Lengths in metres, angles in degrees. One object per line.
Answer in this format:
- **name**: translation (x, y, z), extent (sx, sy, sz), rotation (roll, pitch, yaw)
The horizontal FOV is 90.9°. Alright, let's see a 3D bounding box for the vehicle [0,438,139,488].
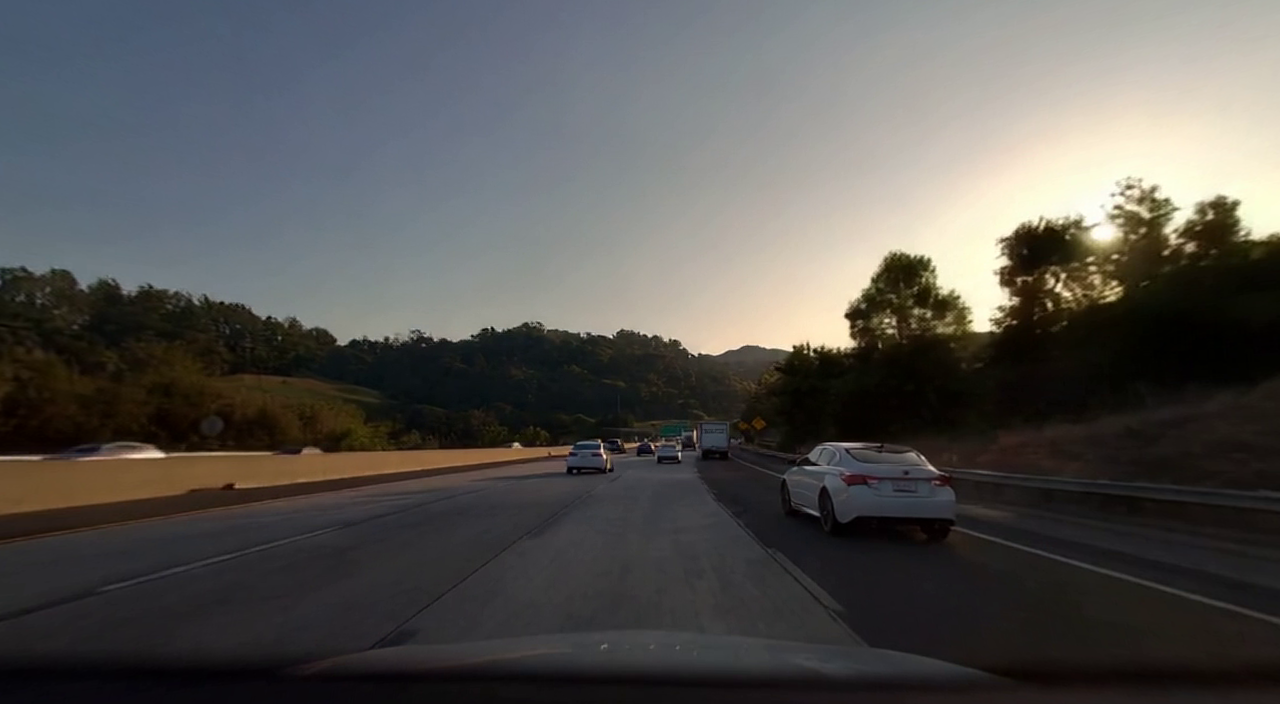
- **vehicle**: translation (-19.810, 3.722, 21.512), extent (1.789, 1.520, 4.258), rotation (-1, -8, 3)

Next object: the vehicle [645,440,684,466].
- **vehicle**: translation (1.524, 6.115, 38.197), extent (2.202, 1.467, 3.929), rotation (-1, -8, 4)

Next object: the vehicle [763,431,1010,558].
- **vehicle**: translation (3.307, 1.987, 9.575), extent (2.013, 1.464, 4.317), rotation (0, -8, 0)

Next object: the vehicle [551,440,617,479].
- **vehicle**: translation (-2.232, 4.455, 26.467), extent (2.031, 1.491, 4.792), rotation (-1, -8, 4)

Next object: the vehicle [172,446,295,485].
- **vehicle**: translation (-16.414, 4.593, 25.807), extent (1.880, 1.422, 4.410), rotation (-1, -8, 4)
